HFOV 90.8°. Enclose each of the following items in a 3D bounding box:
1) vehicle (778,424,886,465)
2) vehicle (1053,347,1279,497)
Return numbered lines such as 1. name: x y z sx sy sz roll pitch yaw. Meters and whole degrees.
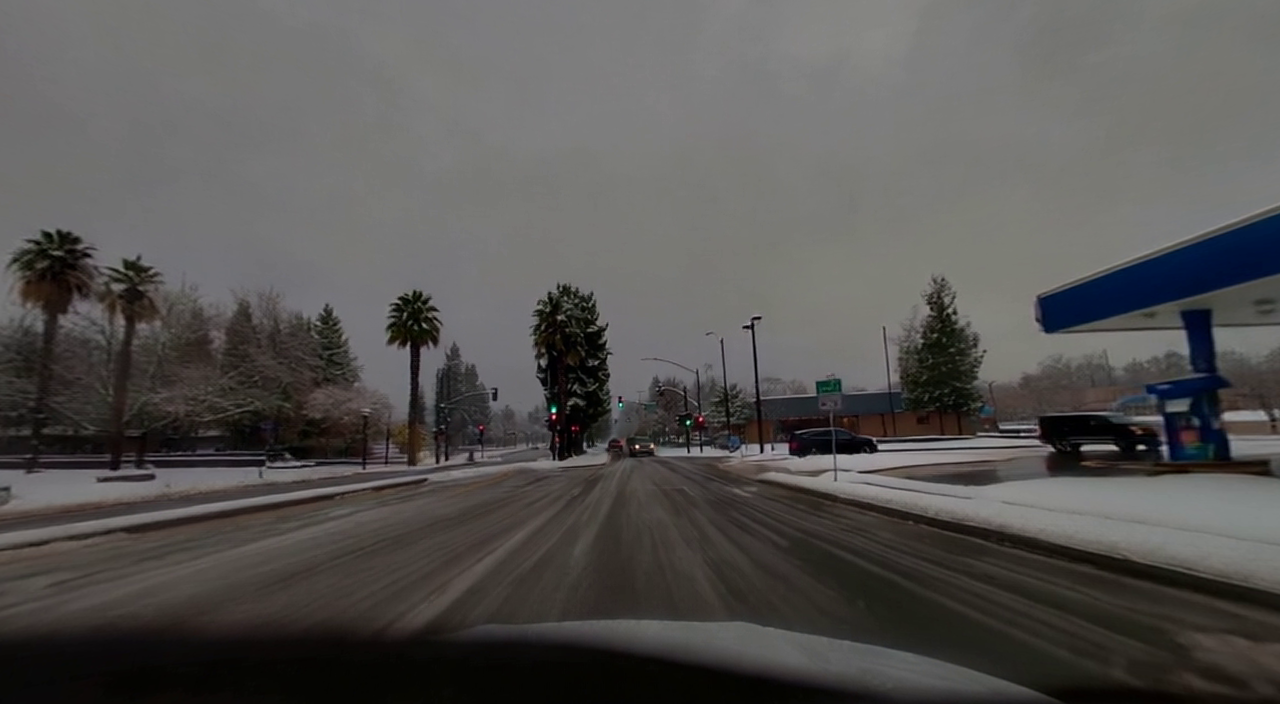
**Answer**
1. vehicle: 10.651 5.104 34.791 6.059 2.082 2.703 7 -11 -39
2. vehicle: 13.451 1.467 12.883 2.944 2.783 10.332 0 -9 -1
